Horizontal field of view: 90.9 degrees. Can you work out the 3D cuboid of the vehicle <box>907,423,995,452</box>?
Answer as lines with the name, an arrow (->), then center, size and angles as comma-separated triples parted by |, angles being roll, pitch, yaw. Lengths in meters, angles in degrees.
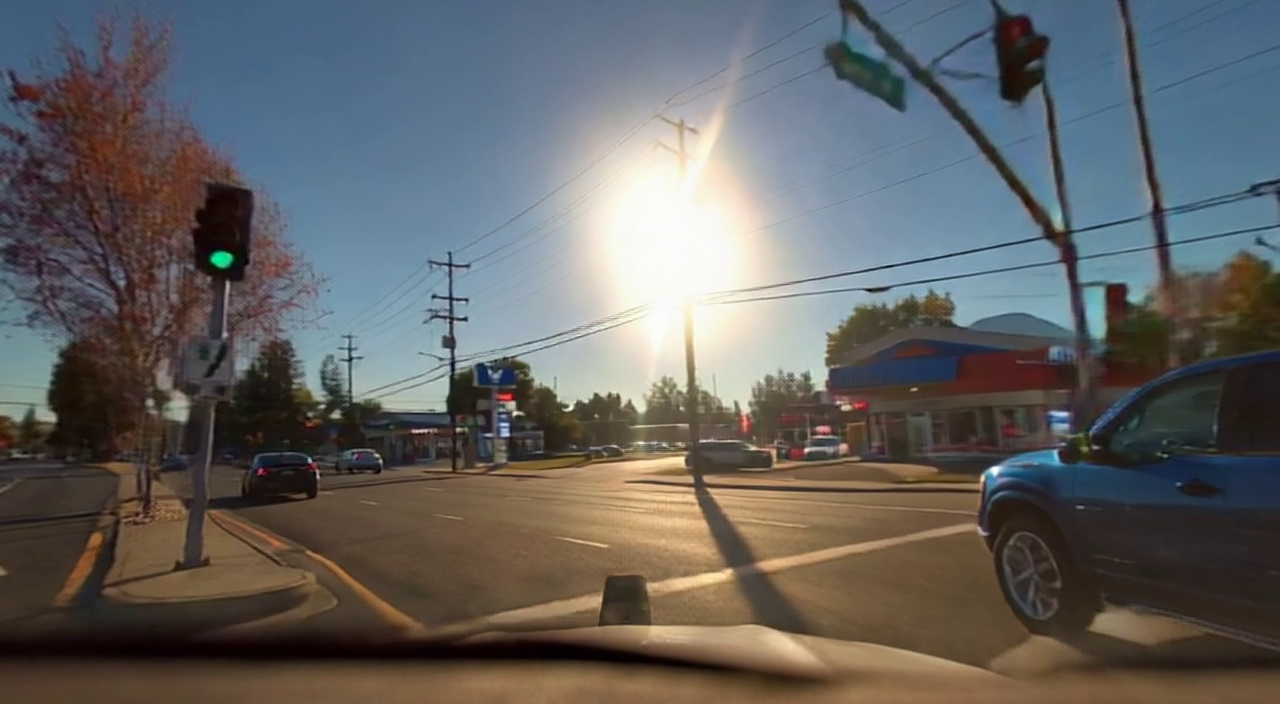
vehicle -> 20.048, 5.583, 40.831 | 1.883, 1.726, 4.669 | 7, -11, -39

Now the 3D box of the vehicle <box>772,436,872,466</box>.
vehicle -> 9.083, 4.942, 31.637 | 4.495, 1.399, 1.715 | 1, -9, -12

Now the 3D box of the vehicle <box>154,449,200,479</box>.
vehicle -> -29.709, 7.111, 40.354 | 1.921, 1.725, 4.498 | 7, -11, -40

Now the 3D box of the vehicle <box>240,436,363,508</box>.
vehicle -> -10.233, 3.479, 18.853 | 2.141, 1.842, 4.889 | 7, -11, -39

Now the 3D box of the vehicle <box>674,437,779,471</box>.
vehicle -> 4.123, 4.800, 29.825 | 4.661, 1.480, 1.913 | 4, -9, -28

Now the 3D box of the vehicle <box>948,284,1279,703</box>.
vehicle -> 3.514, 0.586, 1.947 | 2.036, 1.818, 5.192 | 1, -8, -6
